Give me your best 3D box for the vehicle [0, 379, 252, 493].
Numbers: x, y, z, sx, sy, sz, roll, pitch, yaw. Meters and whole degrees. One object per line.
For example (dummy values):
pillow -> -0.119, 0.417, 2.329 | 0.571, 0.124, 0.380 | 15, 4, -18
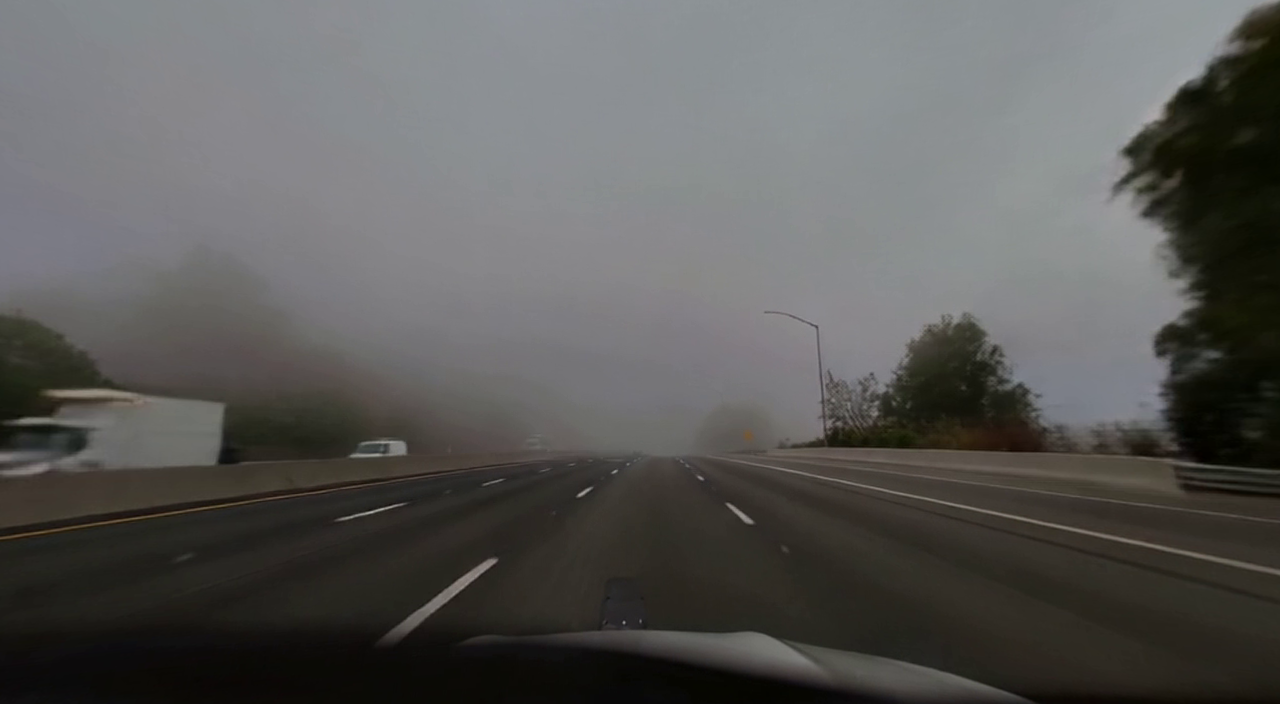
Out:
vehicle -> -21.615, 3.639, 27.039 | 3.007, 3.884, 10.521 | 0, -8, 1

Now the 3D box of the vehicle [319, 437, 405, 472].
vehicle -> -17.553, 6.476, 40.276 | 2.416, 2.039, 6.351 | 0, -8, 2
